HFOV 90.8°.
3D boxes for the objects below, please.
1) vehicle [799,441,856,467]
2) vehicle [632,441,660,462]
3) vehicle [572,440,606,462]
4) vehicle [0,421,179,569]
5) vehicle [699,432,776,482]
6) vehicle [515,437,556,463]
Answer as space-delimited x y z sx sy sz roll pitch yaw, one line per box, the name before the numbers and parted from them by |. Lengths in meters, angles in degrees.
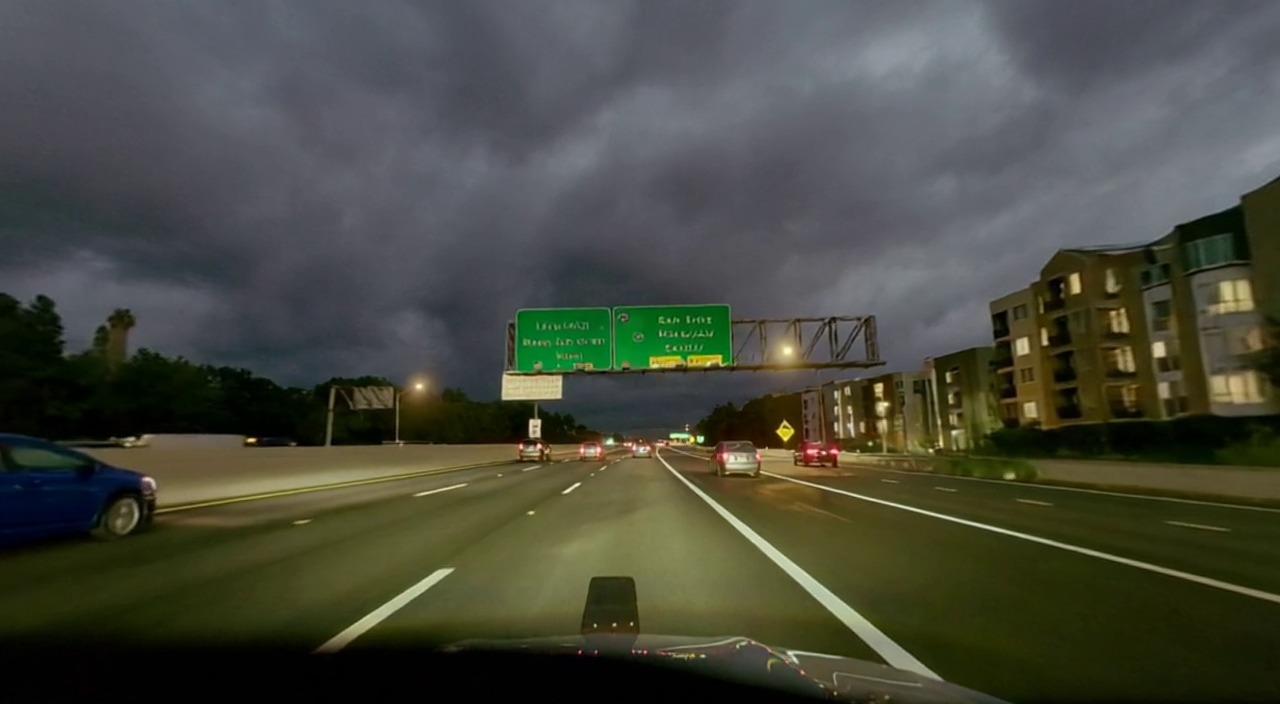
vehicle | 11.038 6.023 37.535 2.061 1.459 4.273 0 -8 -1
vehicle | 0.435 7.303 46.433 1.992 1.431 4.055 0 -8 0
vehicle | -3.541 7.043 44.837 2.002 1.466 4.378 0 -8 0
vehicle | -7.518 1.480 6.594 2.021 1.496 4.495 0 -8 0
vehicle | 3.513 3.879 23.619 2.080 1.694 4.286 0 -8 -1
vehicle | -7.272 6.867 44.430 2.057 1.733 4.589 0 -8 1
